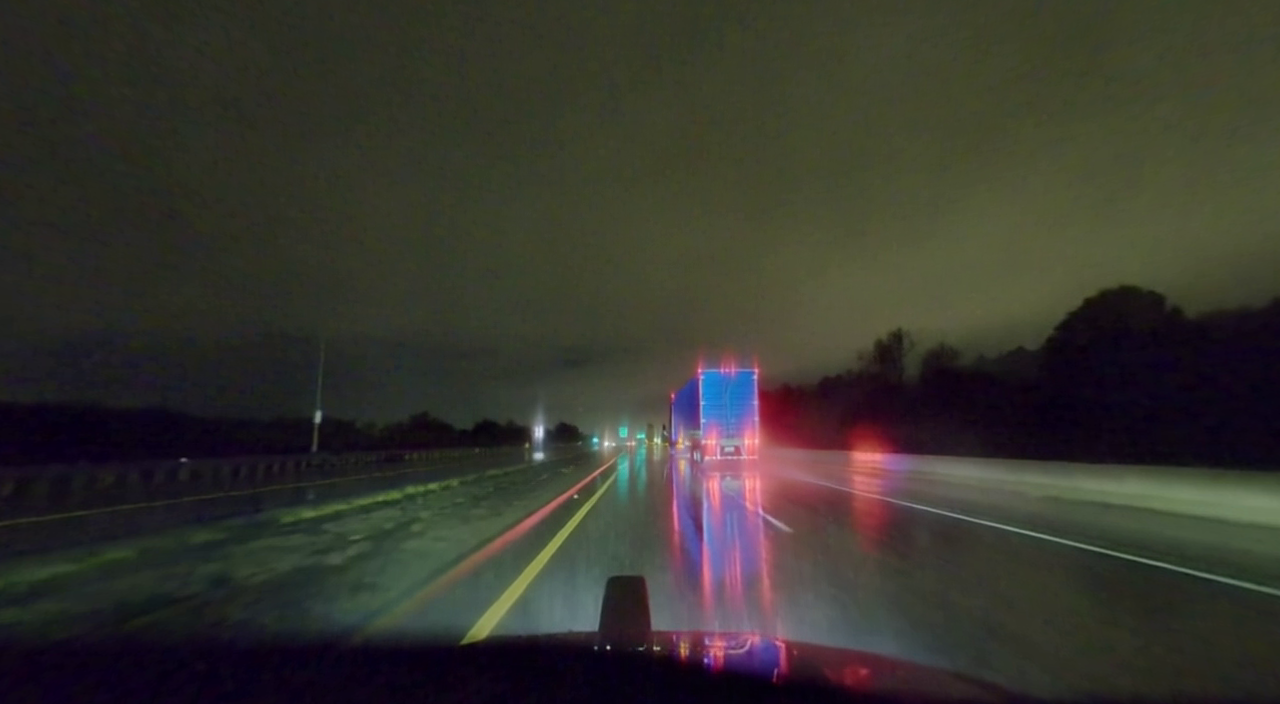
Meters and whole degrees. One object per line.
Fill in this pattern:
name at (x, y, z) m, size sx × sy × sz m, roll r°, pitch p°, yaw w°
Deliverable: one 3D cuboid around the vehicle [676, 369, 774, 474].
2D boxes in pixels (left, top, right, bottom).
vehicle at (4.068, 3.981, 34.295) m, size 3.615 × 4.578 × 13.539 m, roll 0°, pitch -8°, yaw 1°
